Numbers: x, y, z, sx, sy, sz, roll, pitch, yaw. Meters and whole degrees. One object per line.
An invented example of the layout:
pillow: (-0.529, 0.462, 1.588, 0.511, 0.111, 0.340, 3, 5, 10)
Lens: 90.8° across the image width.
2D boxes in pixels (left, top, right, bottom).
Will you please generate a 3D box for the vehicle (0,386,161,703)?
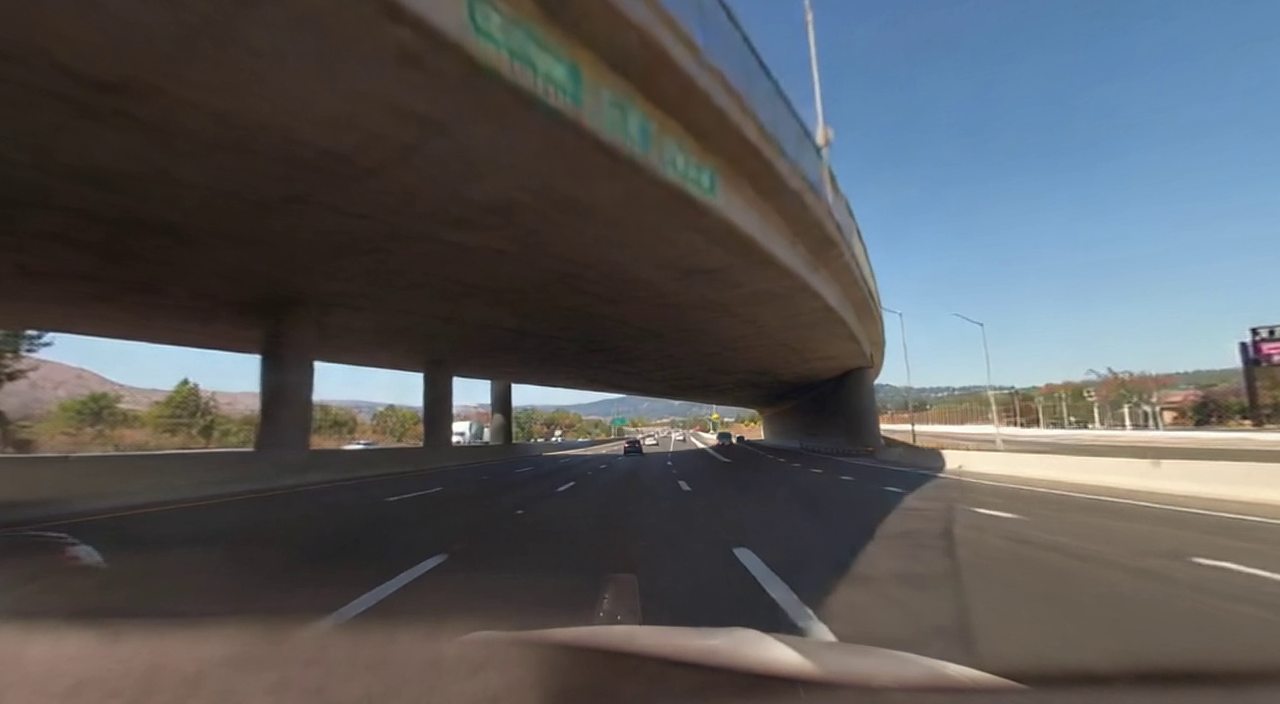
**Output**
vehicle: (-3.816, 0.688, 1.104, 1.984, 1.553, 5.065, 0, -8, 0)
